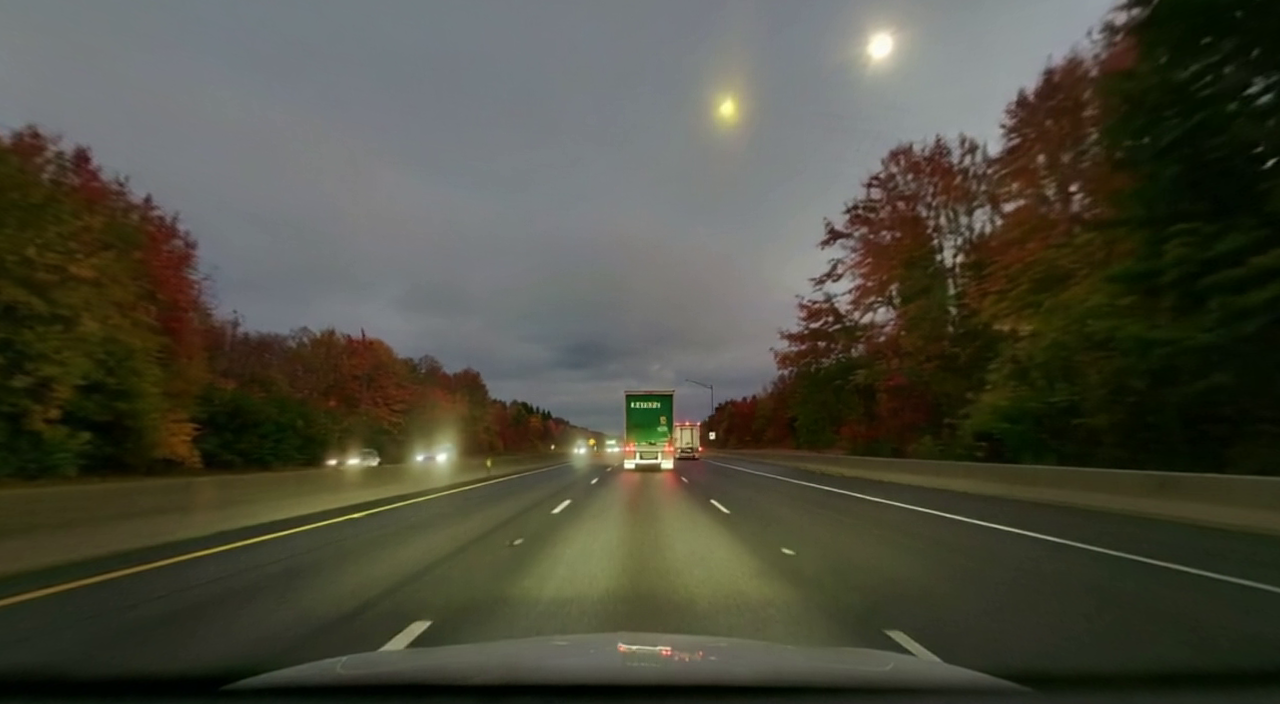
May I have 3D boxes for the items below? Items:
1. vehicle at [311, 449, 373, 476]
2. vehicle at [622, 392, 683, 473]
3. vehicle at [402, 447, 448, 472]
[{"bbox_3d":[-19.754,7.316,41.753,1.859,1.646,4.370,0,-9,1],"label":"vehicle"},{"bbox_3d":[0.547,4.856,36.894,3.057,4.073,10.792,0,-9,-1],"label":"vehicle"},{"bbox_3d":[-15.579,7.796,45.619,1.908,1.728,4.054,0,-9,1],"label":"vehicle"}]
